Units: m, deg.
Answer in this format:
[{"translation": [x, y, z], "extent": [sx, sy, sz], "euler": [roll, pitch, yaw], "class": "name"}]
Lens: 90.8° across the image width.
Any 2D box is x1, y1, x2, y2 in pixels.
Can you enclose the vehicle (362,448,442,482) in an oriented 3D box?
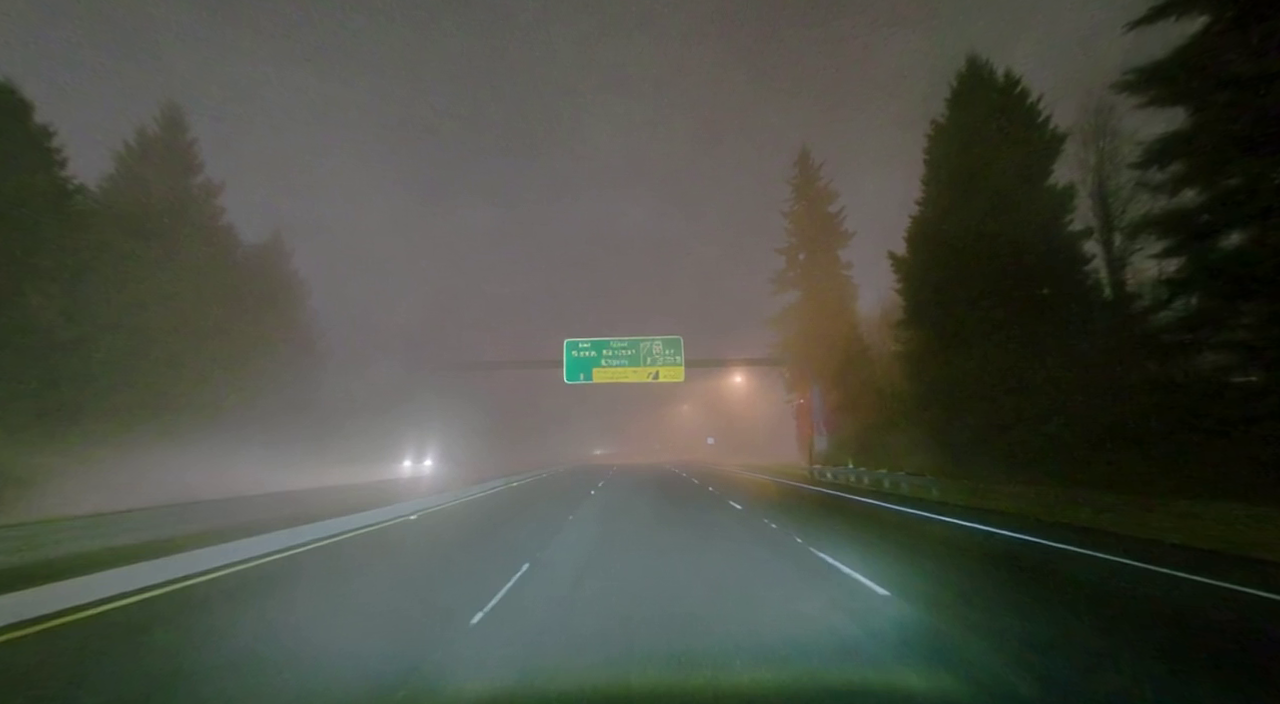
[{"translation": [-11.295, 5.384, 30.399], "extent": [2.087, 1.455, 4.585], "euler": [0, -9, 0], "class": "vehicle"}]
